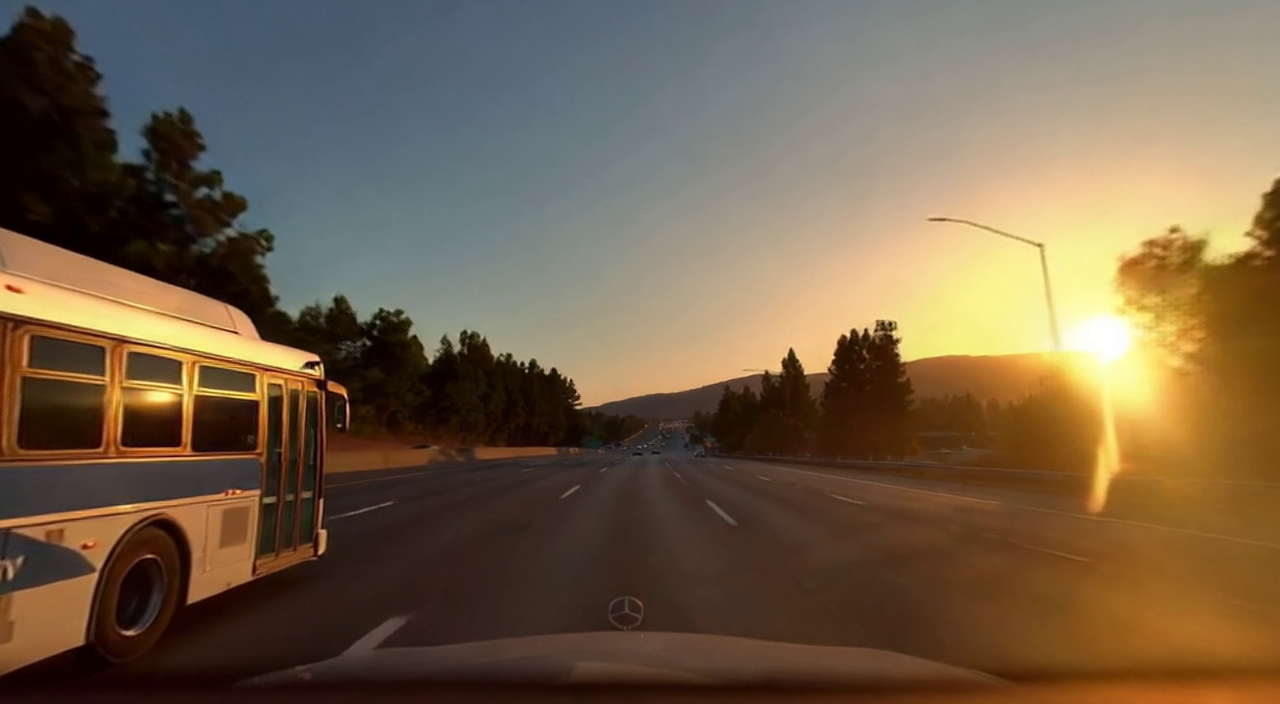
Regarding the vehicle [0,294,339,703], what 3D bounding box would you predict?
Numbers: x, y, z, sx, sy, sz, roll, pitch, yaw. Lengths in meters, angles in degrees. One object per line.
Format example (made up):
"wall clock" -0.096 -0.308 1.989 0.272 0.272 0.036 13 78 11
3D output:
"vehicle" -4.097 0.818 3.599 2.127 1.985 5.205 -1 -8 1
